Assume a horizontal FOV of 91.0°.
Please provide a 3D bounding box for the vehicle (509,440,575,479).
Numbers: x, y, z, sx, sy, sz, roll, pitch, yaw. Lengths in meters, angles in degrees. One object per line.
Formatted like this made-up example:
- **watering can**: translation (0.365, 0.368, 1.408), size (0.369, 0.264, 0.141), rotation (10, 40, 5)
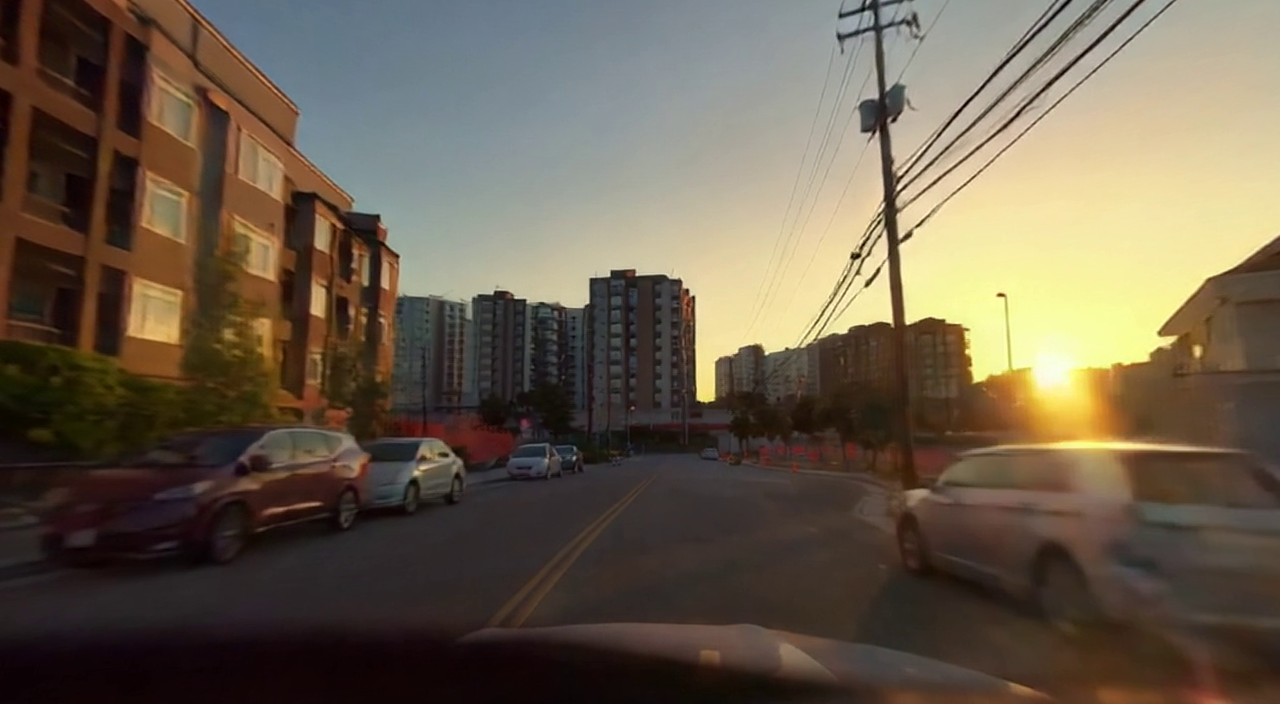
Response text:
- **vehicle**: translation (-4.379, 4.889, 28.902), size (1.998, 1.633, 4.673), rotation (-1, -8, 4)

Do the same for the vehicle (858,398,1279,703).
- **vehicle**: translation (3.974, 1.531, 6.157), size (2.097, 1.777, 5.003), rotation (0, -9, 3)

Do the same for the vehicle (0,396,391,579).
- **vehicle**: translation (-5.653, 1.757, 8.972), size (1.953, 1.871, 4.712), rotation (-1, -9, 5)
